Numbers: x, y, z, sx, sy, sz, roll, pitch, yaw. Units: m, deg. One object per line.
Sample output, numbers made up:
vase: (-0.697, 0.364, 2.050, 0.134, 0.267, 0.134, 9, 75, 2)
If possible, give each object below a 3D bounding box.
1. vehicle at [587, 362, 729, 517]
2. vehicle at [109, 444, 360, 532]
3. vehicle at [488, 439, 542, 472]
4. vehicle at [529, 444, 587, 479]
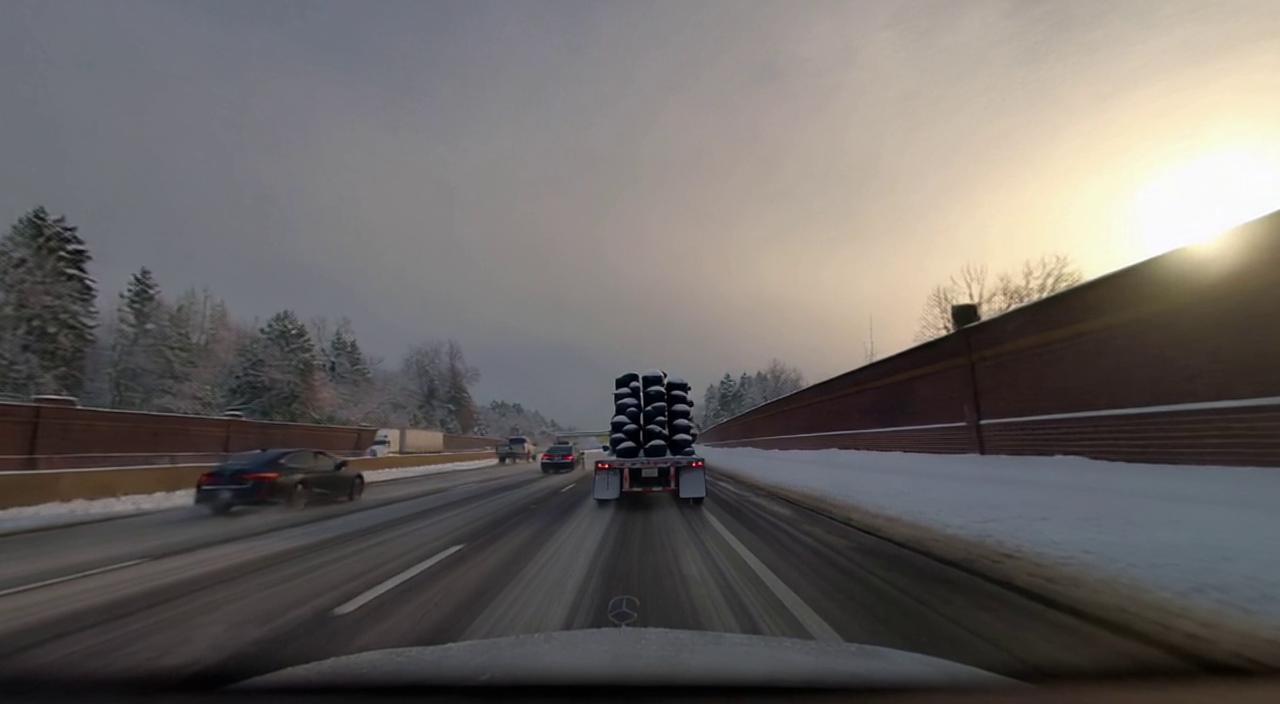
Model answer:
vehicle: (0.398, 2.344, 16.785, 2.798, 3.071, 8.412, 0, -8, 1)
vehicle: (-7.881, 2.645, 13.011, 2.006, 1.458, 4.700, 0, -8, 1)
vehicle: (-7.490, 6.257, 38.342, 2.164, 1.874, 5.004, 0, -8, 0)
vehicle: (-3.653, 4.959, 28.874, 1.974, 1.475, 4.538, 0, -8, 1)
